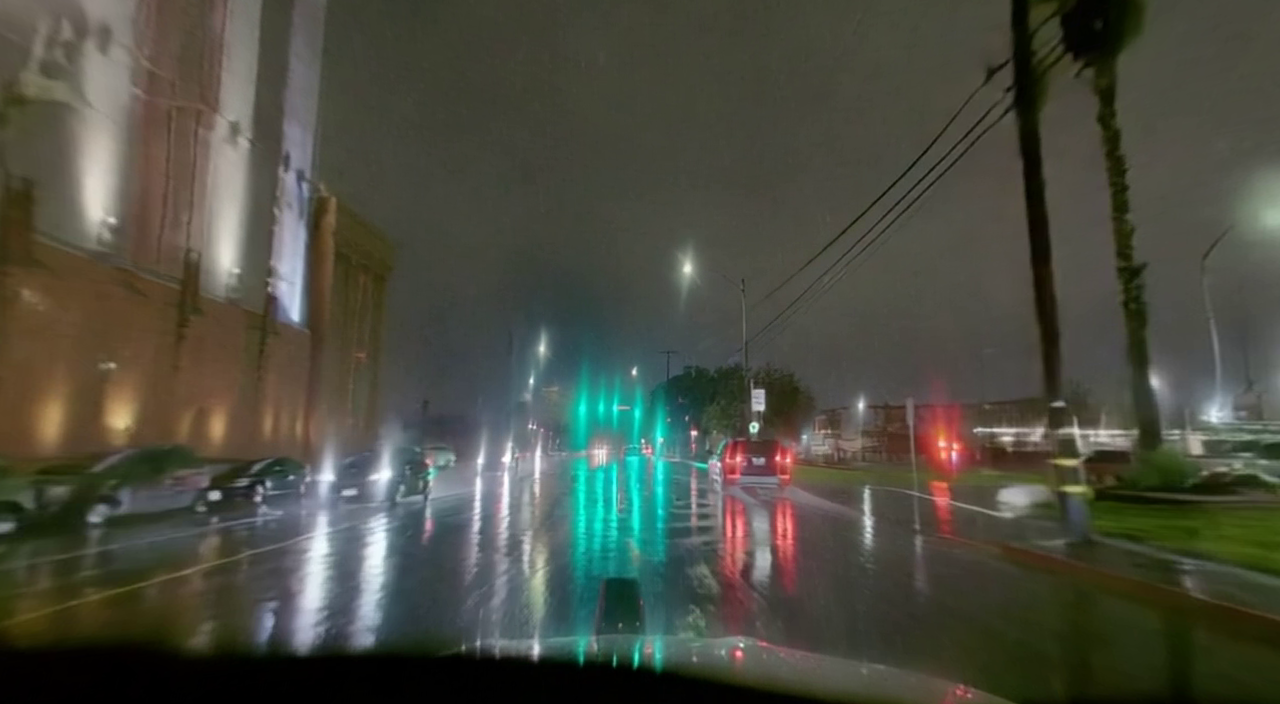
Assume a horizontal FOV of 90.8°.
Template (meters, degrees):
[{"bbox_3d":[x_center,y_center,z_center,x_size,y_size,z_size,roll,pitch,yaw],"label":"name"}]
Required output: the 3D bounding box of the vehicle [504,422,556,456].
[{"bbox_3d":[-6.385,5.172,37.294,2.295,1.837,4.680,0,-8,-1],"label":"vehicle"}]

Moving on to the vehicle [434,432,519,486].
[{"bbox_3d":[-6.248,4.144,24.802,2.138,1.858,4.788,0,-8,-1],"label":"vehicle"}]

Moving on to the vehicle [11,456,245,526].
[{"bbox_3d":[-12.095,3.275,15.449,2.019,1.345,4.444,0,-8,0],"label":"vehicle"}]

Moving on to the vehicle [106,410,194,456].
[{"bbox_3d":[-21.635,3.561,27.873,3.716,1.517,1.826,3,-7,35],"label":"vehicle"}]

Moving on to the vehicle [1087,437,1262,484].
[{"bbox_3d":[20.327,4.117,24.212,4.540,1.386,2.337,-4,-9,-1],"label":"vehicle"}]

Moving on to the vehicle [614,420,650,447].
[{"bbox_3d":[-0.582,5.312,40.926,2.196,1.655,3.939,0,-8,-3],"label":"vehicle"}]

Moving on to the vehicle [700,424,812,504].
[{"bbox_3d":[2.939,2.952,17.036,1.995,1.858,4.333,0,-8,-3],"label":"vehicle"}]

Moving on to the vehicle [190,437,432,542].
[{"bbox_3d":[-5.798,2.449,12.021,2.168,1.572,4.635,0,-8,-1],"label":"vehicle"}]
